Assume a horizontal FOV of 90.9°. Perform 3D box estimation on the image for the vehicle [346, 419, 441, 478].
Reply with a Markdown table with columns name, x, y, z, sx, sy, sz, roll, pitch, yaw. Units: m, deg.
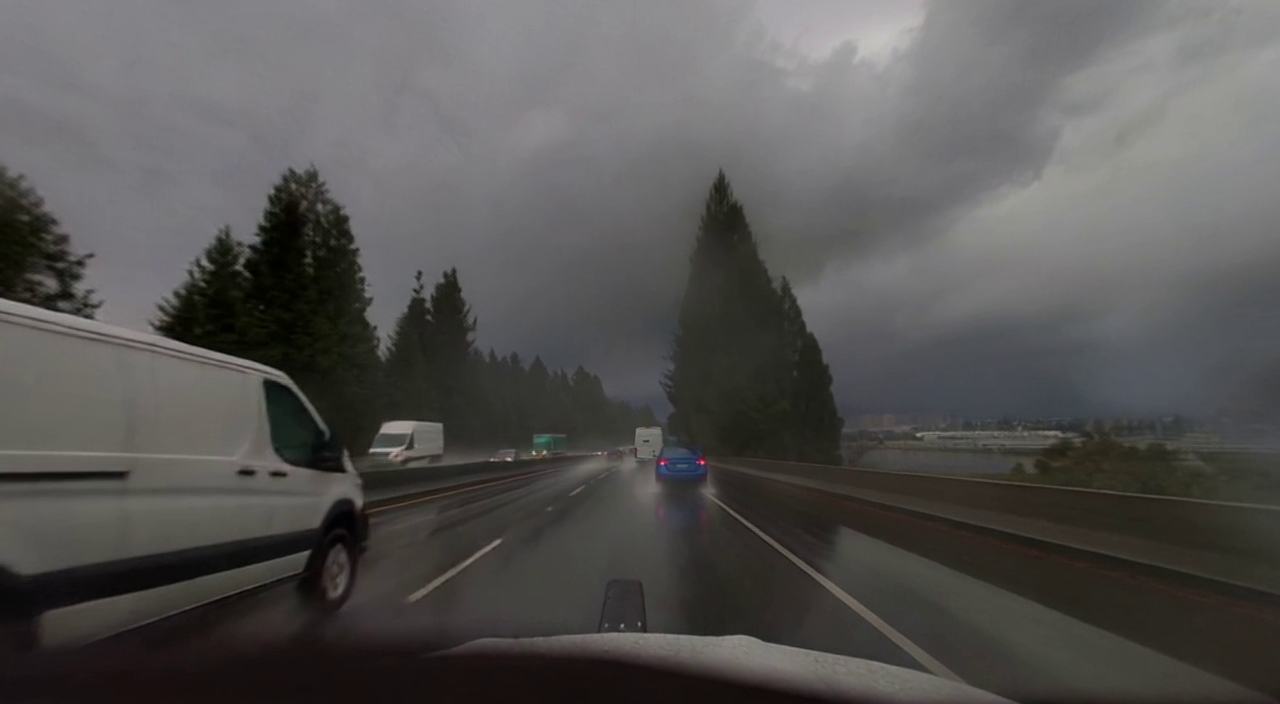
| name | x | y | z | sx | sy | sz | roll | pitch | yaw |
| --- | --- | --- | --- | --- | --- | --- | --- | --- | --- |
| vehicle | -16.835 | 6.714 | 43.803 | 2.942 | 3.682 | 8.180 | 0 | -9 | 2 |

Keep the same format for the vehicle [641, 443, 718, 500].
| name | x | y | z | sx | sy | sz | roll | pitch | yaw |
| --- | --- | --- | --- | --- | --- | --- | --- | --- | --- |
| vehicle | 1.045 | 3.458 | 18.594 | 2.012 | 1.485 | 3.649 | 0 | -9 | 0 |

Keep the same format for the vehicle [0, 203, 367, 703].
| name | x | y | z | sx | sy | sz | roll | pitch | yaw |
| --- | --- | --- | --- | --- | --- | --- | --- | --- | --- |
| vehicle | -3.085 | 0.579 | 1.996 | 2.217 | 2.033 | 4.975 | 0 | -9 | 0 |
